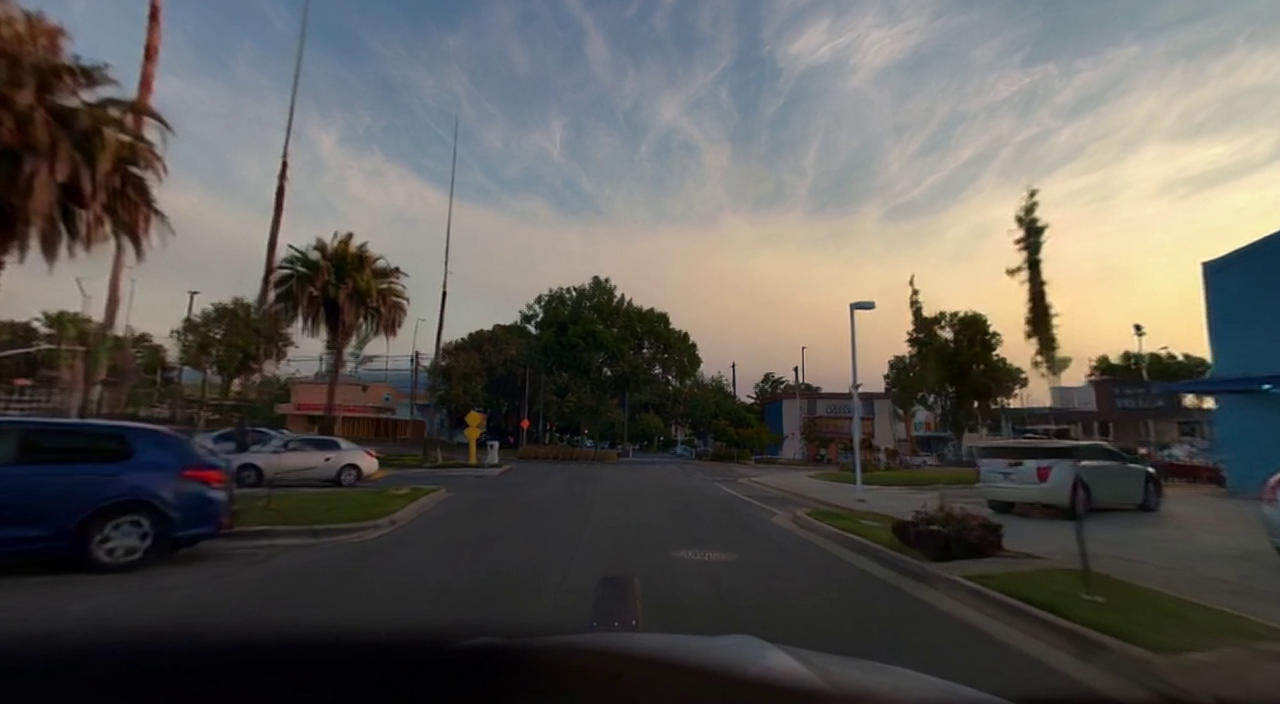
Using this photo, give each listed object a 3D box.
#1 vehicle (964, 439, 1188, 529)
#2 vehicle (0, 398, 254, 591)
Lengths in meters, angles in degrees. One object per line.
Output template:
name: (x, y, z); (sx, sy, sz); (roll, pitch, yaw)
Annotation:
vehicle: (9.470, 2.744, 13.679); (4.651, 1.610, 2.157); (6, -10, -31)
vehicle: (-6.112, 1.191, 5.540); (4.542, 1.483, 2.174); (5, -10, -31)
